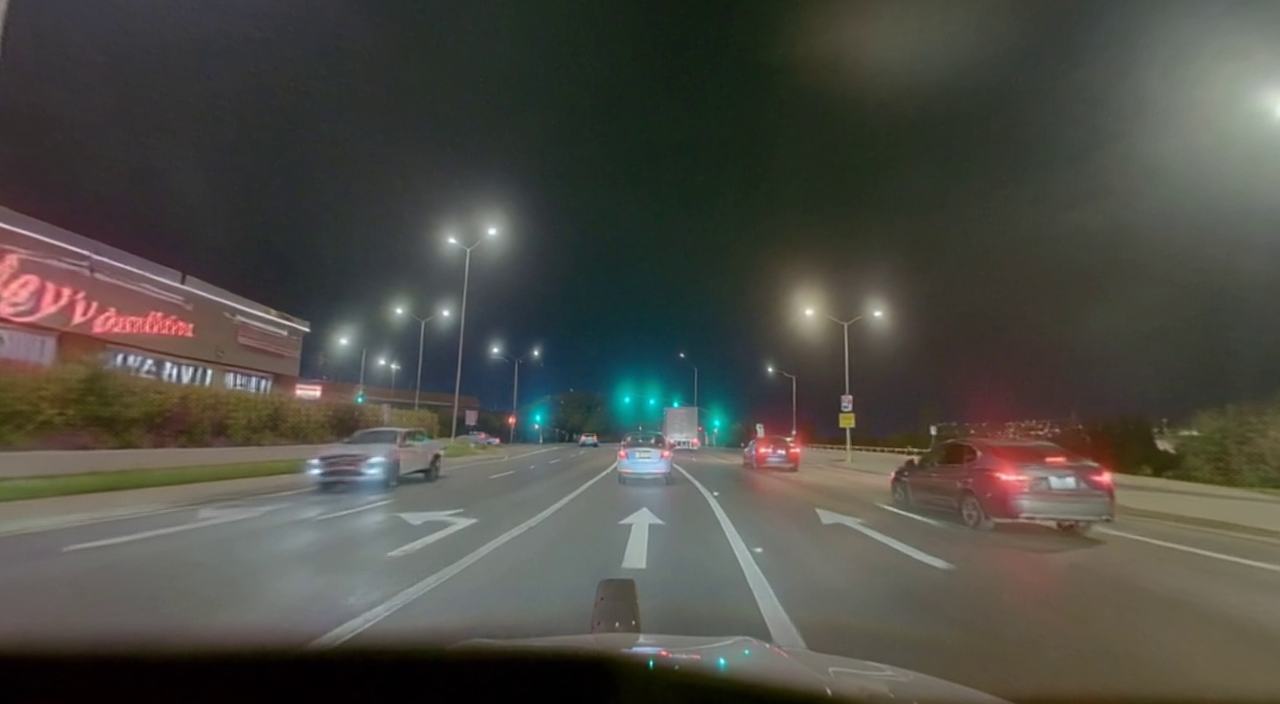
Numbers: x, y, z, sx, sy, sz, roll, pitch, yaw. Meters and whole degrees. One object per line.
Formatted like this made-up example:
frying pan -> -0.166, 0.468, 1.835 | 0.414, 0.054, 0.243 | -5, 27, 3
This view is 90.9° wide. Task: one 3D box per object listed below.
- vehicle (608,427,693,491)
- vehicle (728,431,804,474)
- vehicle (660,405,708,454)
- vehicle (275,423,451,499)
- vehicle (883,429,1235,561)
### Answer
vehicle -> 0.279, 2.734, 16.517 | 1.991, 1.472, 3.518 | 0, -8, 1
vehicle -> 4.651, 3.746, 23.785 | 1.889, 1.480, 3.876 | 1, -8, -3
vehicle -> 3.242, 5.986, 48.354 | 2.917, 3.482, 6.946 | 0, -8, -2
vehicle -> -6.198, 2.466, 14.815 | 1.980, 1.499, 4.417 | 0, -8, 2
vehicle -> 5.564, 1.901, 9.423 | 2.081, 1.434, 4.833 | 0, -8, 2
